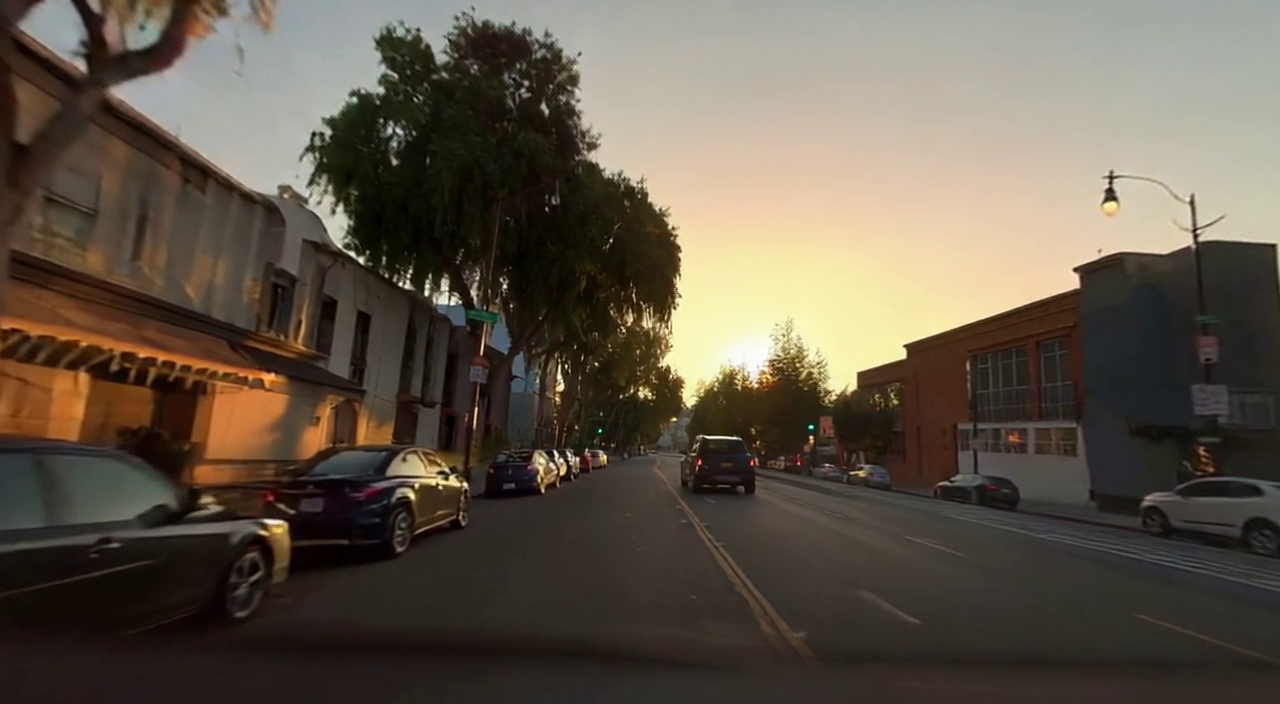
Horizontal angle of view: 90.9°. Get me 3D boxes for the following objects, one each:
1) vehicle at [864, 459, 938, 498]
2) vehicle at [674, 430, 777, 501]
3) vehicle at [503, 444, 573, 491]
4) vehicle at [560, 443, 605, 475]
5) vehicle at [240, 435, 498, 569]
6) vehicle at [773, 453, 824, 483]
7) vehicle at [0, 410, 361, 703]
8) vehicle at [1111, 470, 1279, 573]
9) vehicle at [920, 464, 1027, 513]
[{"bbox_3d":[13.382,6.500,32.627,2.036,1.704,4.401,3,-9,1],"label":"vehicle"},{"bbox_3d":[2.455,3.499,19.989,2.411,1.899,5.993,0,-9,0],"label":"vehicle"},{"bbox_3d":[-3.504,4.035,22.431,1.842,1.497,4.238,0,-8,-1],"label":"vehicle"},{"bbox_3d":[-3.153,5.930,35.214,1.933,1.652,4.508,0,-9,2],"label":"vehicle"},{"bbox_3d":[-3.565,2.023,9.322,1.822,1.488,4.271,0,-8,1],"label":"vehicle"},{"bbox_3d":[9.748,7.136,39.009,2.022,1.512,4.120,5,-9,0],"label":"vehicle"},{"bbox_3d":[-3.565,1.115,3.467,1.989,1.467,4.350,0,-8,1],"label":"vehicle"},{"bbox_3d":[13.286,3.670,13.928,2.189,1.753,4.376,4,-8,-5],"label":"vehicle"},{"bbox_3d":[13.278,5.418,25.421,1.866,1.554,4.393,1,-8,-1],"label":"vehicle"}]
